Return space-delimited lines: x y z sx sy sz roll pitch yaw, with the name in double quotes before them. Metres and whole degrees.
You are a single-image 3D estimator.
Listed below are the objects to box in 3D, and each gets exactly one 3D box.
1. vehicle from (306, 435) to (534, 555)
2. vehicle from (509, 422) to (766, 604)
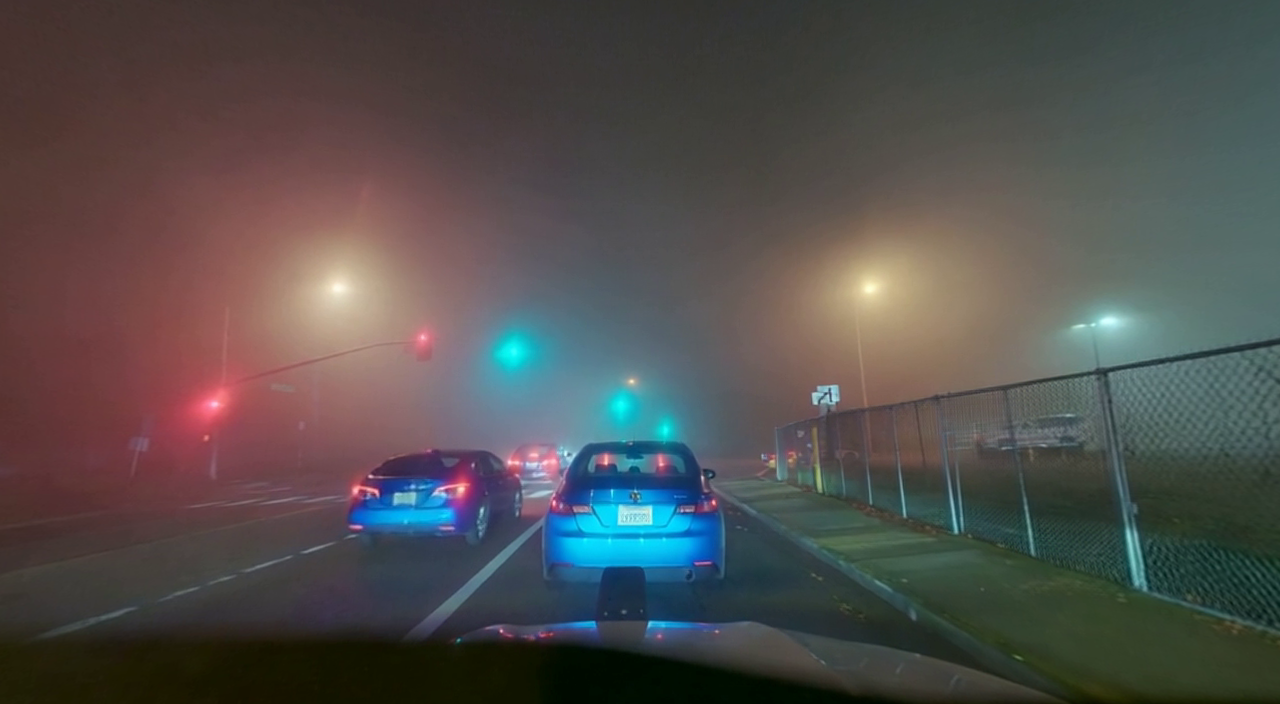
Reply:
"vehicle" -3.155 2.144 10.219 1.971 1.488 4.581 0 -9 1
"vehicle" -0.031 1.658 7.362 2.144 1.514 4.063 0 -9 0
